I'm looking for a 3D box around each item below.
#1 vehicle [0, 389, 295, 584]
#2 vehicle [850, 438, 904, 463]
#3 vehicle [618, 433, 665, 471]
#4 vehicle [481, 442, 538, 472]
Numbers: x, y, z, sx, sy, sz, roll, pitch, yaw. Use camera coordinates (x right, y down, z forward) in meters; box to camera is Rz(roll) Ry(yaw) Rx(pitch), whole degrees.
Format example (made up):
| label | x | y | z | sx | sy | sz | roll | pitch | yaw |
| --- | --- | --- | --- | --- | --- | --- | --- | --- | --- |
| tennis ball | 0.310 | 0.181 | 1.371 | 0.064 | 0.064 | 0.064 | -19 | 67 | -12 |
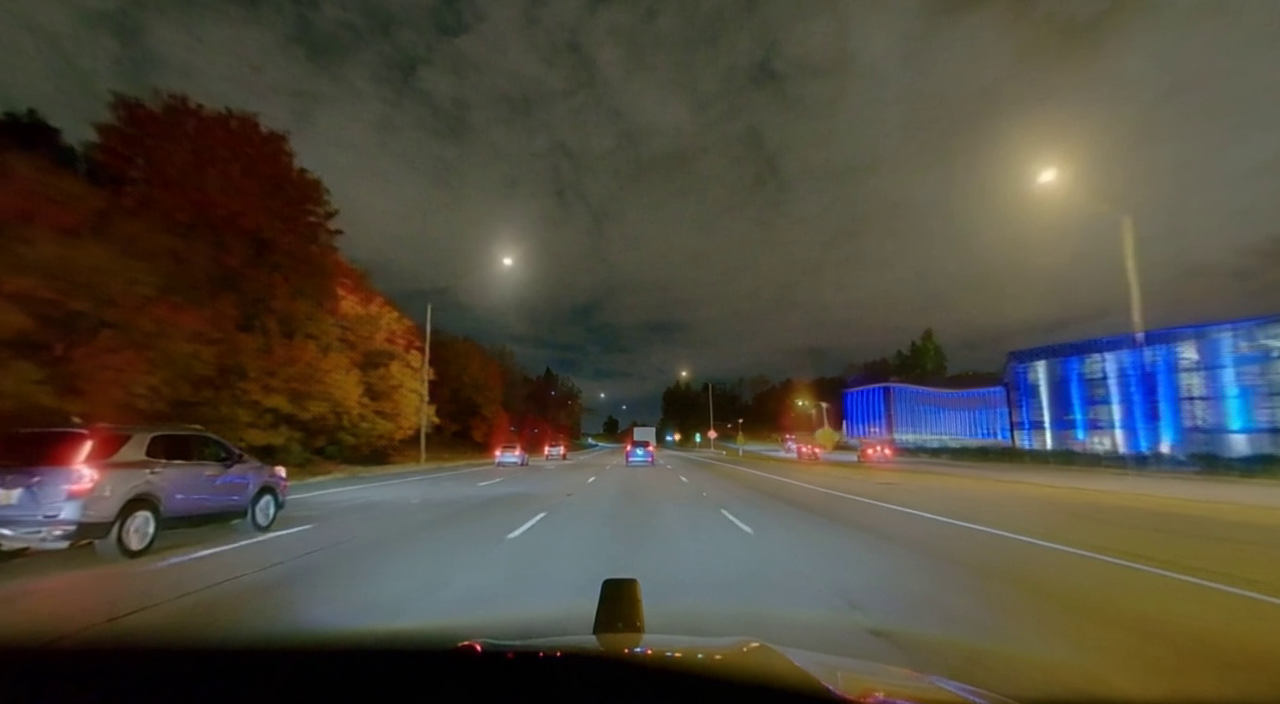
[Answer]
| label | x | y | z | sx | sy | sz | roll | pitch | yaw |
| --- | --- | --- | --- | --- | --- | --- | --- | --- | --- |
| vehicle | -7.120 | 1.638 | 8.436 | 2.146 | 1.834 | 4.999 | 0 | -9 | 0 |
| vehicle | 16.996 | 7.075 | 45.397 | 2.019 | 1.657 | 4.582 | 0 | -9 | 0 |
| vehicle | 0.058 | 5.250 | 33.136 | 2.245 | 1.863 | 4.801 | 0 | -9 | 0 |
| vehicle | -7.021 | 5.689 | 34.381 | 2.074 | 1.495 | 4.643 | 0 | -9 | 0 |
